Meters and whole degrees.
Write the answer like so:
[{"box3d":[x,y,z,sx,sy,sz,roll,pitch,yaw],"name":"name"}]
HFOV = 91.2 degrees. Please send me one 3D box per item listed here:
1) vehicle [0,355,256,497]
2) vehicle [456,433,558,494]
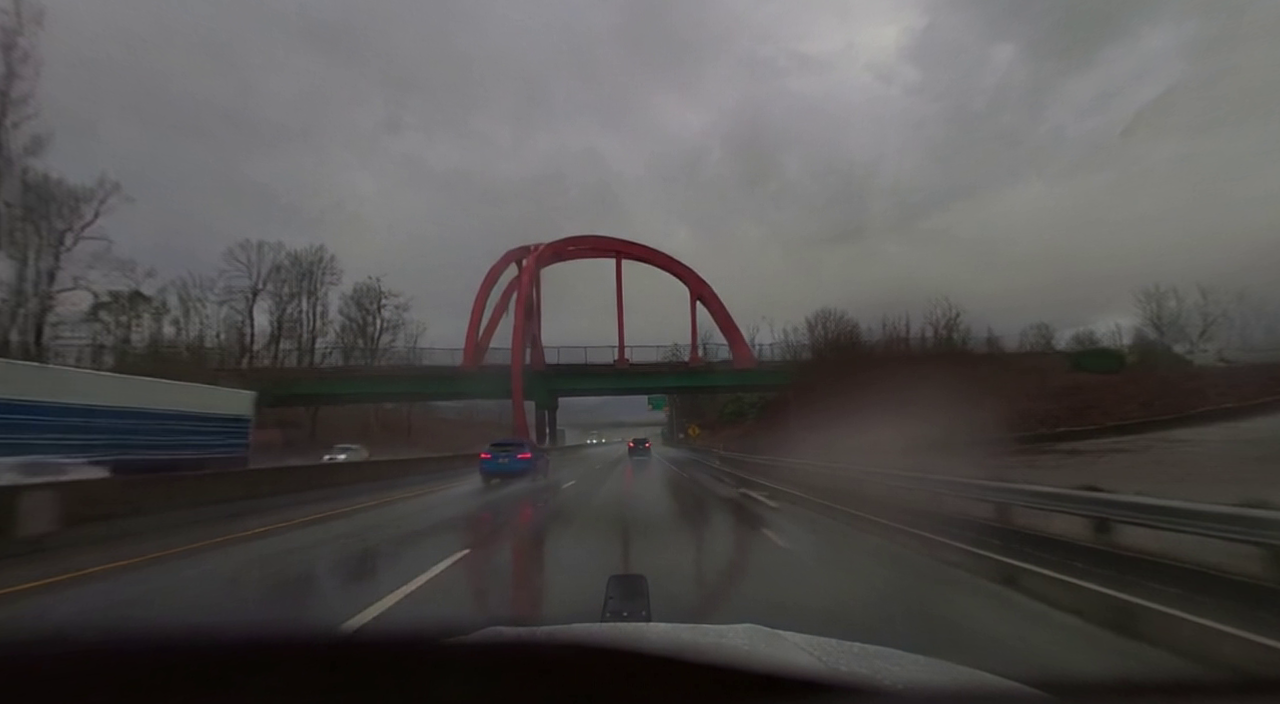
[{"box3d":[-18.667,2.677,21.449,2.891,3.794,13.043,0,-8,0],"name":"vehicle"},{"box3d":[-3.740,3.224,18.529,2.052,1.556,4.405,0,-8,0],"name":"vehicle"}]
